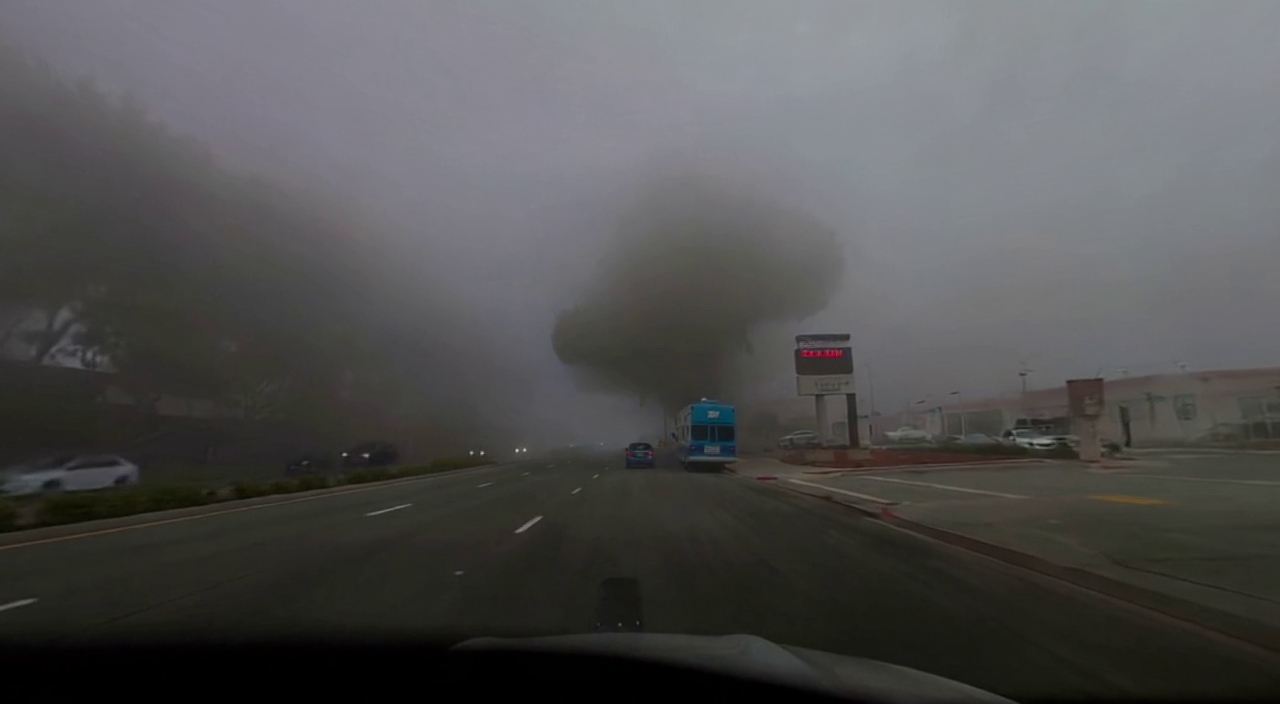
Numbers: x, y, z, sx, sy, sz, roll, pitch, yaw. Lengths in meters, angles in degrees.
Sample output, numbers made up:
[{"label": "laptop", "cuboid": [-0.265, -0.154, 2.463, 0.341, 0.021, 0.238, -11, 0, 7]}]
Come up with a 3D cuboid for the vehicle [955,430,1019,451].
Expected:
[{"label": "vehicle", "cuboid": [25.884, 6.597, 47.064, 4.196, 1.520, 1.953, 4, -10, -24]}]

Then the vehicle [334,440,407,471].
[{"label": "vehicle", "cuboid": [-14.970, 5.774, 35.389, 1.983, 1.630, 4.568, 0, -9, 1]}]

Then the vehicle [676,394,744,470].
[{"label": "vehicle", "cuboid": [3.851, 4.773, 36.979, 2.896, 3.921, 8.415, 0, -9, -1]}]

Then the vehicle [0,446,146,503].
[{"label": "vehicle", "cuboid": [-18.222, 3.738, 19.766, 1.832, 1.528, 4.603, 0, -9, 0]}]

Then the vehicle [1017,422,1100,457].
[{"label": "vehicle", "cuboid": [23.950, 4.990, 36.116, 4.430, 1.659, 1.905, 1, -10, -29]}]

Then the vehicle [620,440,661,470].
[{"label": "vehicle", "cuboid": [-0.014, 5.664, 34.760, 2.103, 1.506, 4.742, 0, -9, -1]}]

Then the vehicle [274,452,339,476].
[{"label": "vehicle", "cuboid": [-22.395, 7.506, 42.582, 1.900, 1.448, 4.562, 0, -9, 0]}]

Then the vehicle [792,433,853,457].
[{"label": "vehicle", "cuboid": [13.694, 6.977, 47.435, 4.037, 1.538, 1.912, -7, -10, 25]}]
